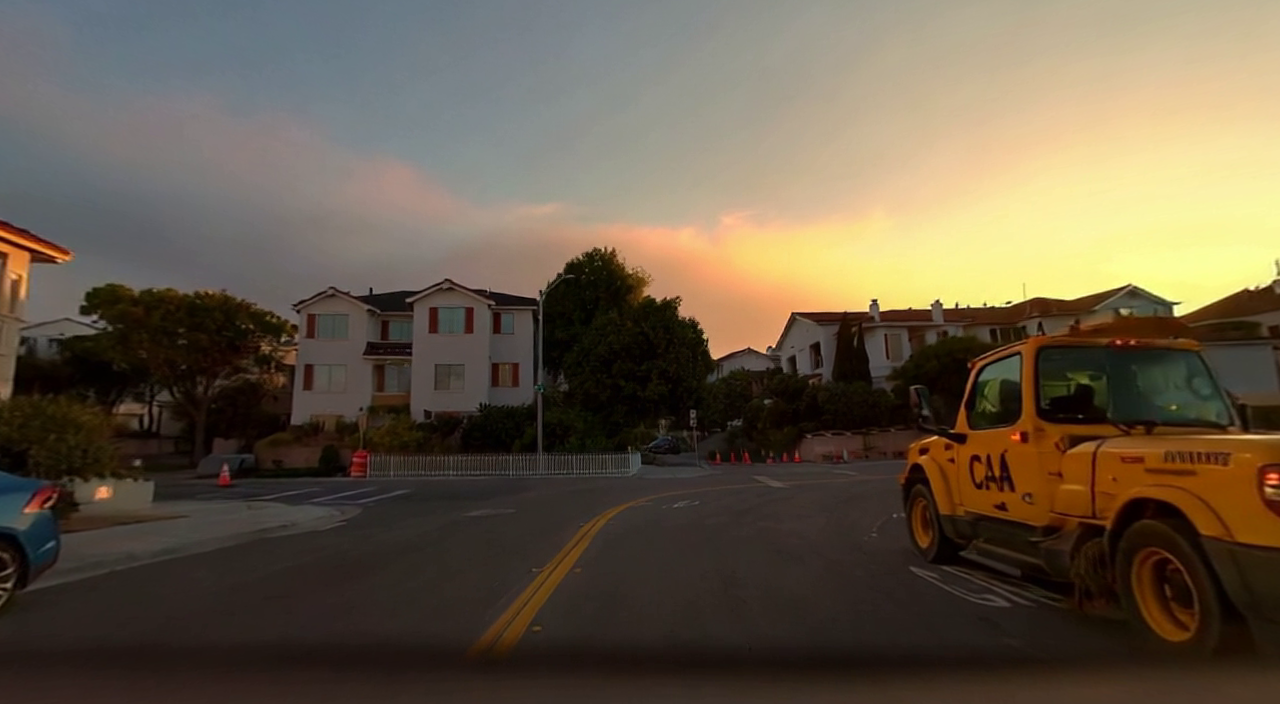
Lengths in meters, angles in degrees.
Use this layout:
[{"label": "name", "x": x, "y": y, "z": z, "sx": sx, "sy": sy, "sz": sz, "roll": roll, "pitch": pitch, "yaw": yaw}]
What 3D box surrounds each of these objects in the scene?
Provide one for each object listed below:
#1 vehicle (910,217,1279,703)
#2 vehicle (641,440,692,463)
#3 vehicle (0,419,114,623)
[{"label": "vehicle", "x": 4.337, "y": 0.816, "z": 5.082, "sx": 2.501, "sy": 2.613, "sz": 3.505, "roll": 0, "pitch": -9, "yaw": -4}, {"label": "vehicle", "x": 1.911, "y": 7.247, "z": 46.124, "sx": 3.629, "sy": 1.578, "sz": 1.802, "roll": 0, "pitch": -8, "yaw": -1}, {"label": "vehicle", "x": -6.729, "y": 1.303, "z": 4.205, "sx": 2.220, "sy": 1.765, "sz": 4.799, "roll": 0, "pitch": -8, "yaw": 1}]
